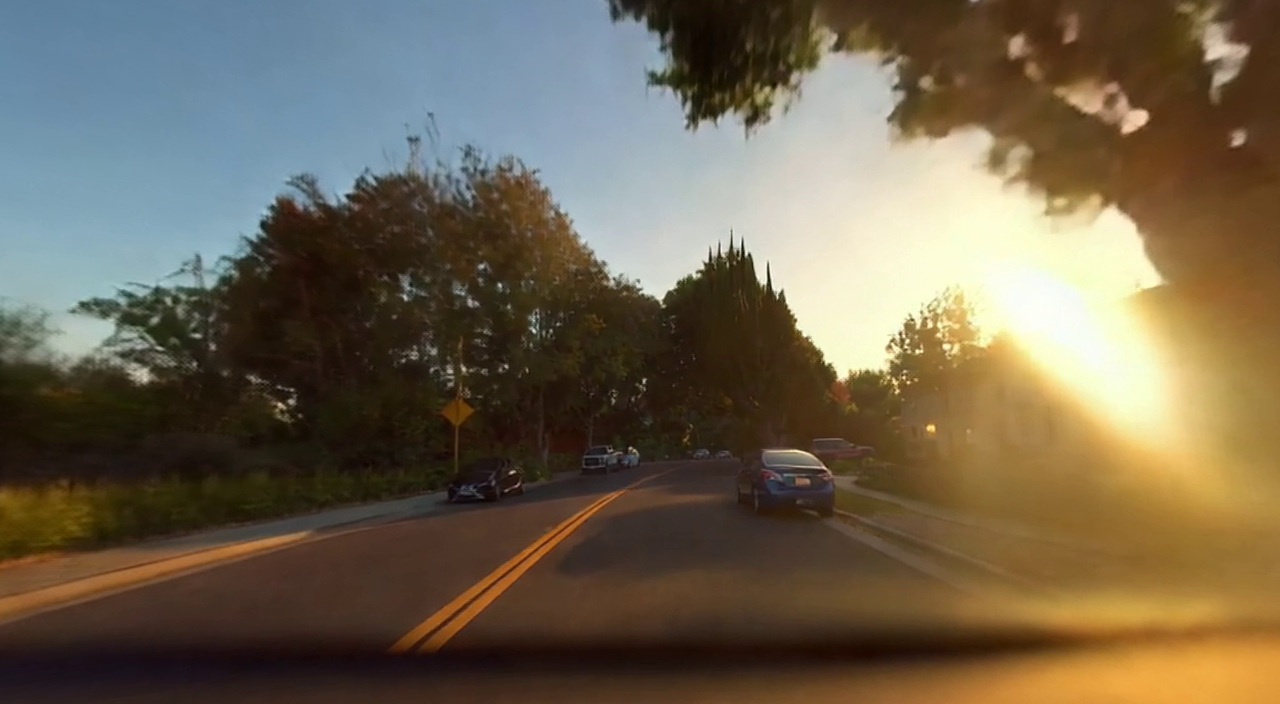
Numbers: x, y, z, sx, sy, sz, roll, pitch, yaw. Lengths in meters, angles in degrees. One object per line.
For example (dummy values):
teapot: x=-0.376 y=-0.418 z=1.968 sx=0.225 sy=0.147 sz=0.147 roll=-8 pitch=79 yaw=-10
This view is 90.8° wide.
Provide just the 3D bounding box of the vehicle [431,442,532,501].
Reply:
vehicle: x=-5.046 y=4.033 z=20.775 sx=2.005 sy=1.557 sz=4.172 roll=-3 pitch=-15 yaw=3

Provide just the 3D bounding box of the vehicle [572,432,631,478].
vehicle: x=-2.367 y=6.759 z=40.642 sx=2.334 sy=2.126 sz=6.444 roll=-6 pitch=-16 yaw=8

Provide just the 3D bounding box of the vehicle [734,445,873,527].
vehicle: x=3.289 y=2.764 z=13.644 sx=1.972 sy=1.460 sz=4.137 roll=-1 pitch=-9 yaw=1
